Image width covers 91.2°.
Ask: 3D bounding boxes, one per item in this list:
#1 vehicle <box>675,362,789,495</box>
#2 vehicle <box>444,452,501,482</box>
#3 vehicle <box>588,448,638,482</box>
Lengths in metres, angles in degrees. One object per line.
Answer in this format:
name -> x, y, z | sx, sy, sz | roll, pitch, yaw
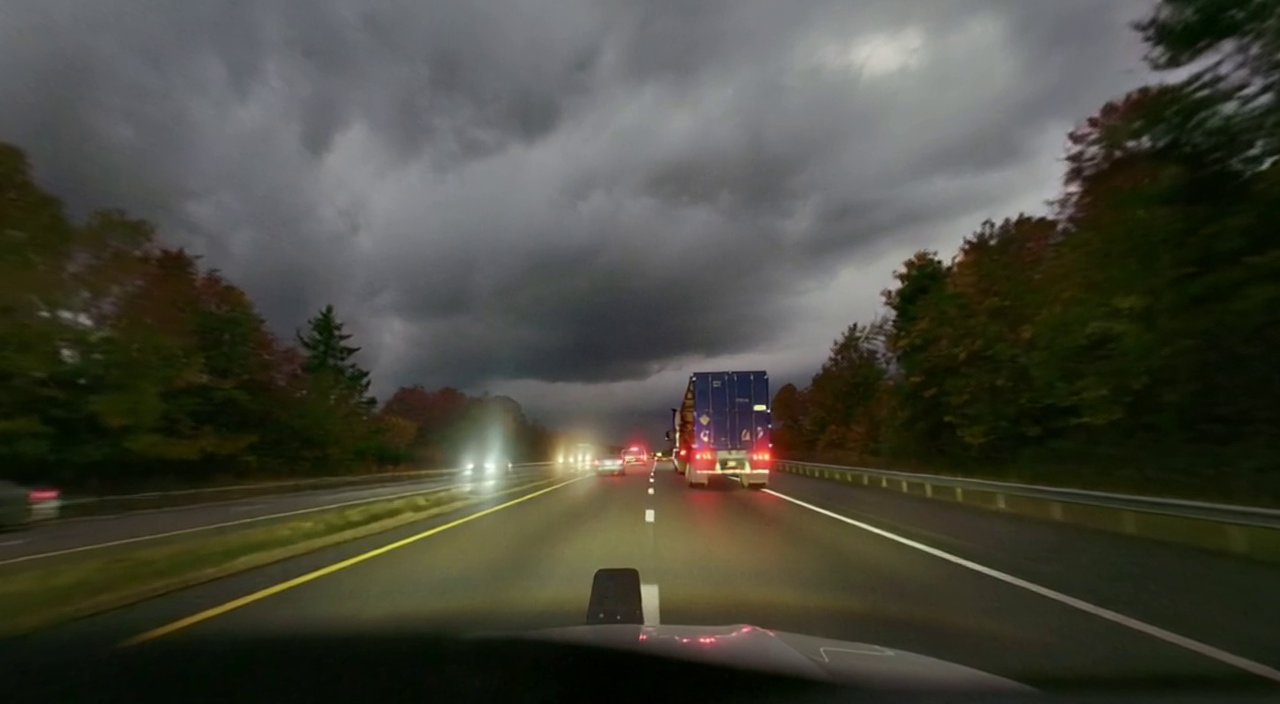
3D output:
vehicle -> 2.965, 2.914, 22.943 | 3.004, 3.923, 8.363 | -1, -9, 1
vehicle -> -9.842, 6.781, 37.141 | 1.999, 1.621, 4.465 | -1, -9, 2
vehicle -> -1.247, 5.435, 30.336 | 2.099, 1.506, 4.097 | -1, -9, 2
